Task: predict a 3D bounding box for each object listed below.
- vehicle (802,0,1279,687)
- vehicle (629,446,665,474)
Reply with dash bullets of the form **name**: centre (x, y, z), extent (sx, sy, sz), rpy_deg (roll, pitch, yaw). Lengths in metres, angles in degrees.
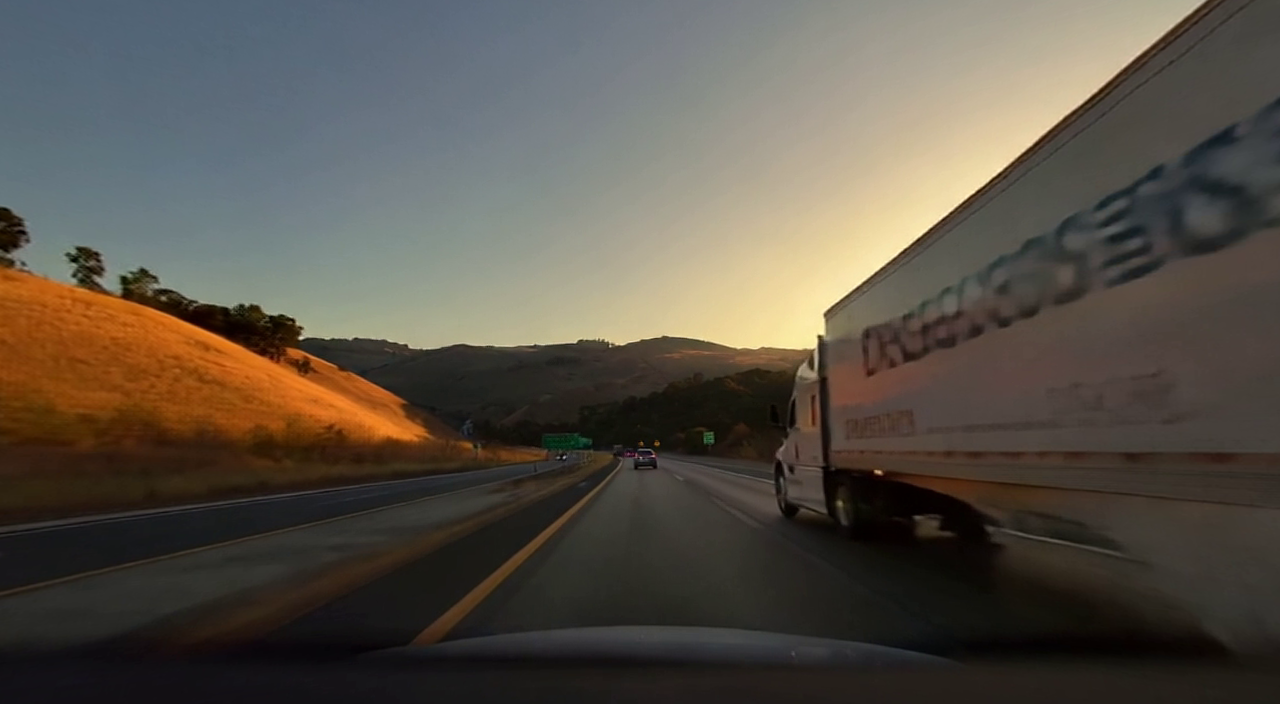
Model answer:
- **vehicle**: centre (4.870, -0.087, 4.954), extent (3.167, 4.180, 14.924), rpy_deg (2, -9, 0)
- **vehicle**: centre (0.419, 6.958, 40.501), extent (2.160, 1.691, 4.243), rpy_deg (0, -9, -1)
